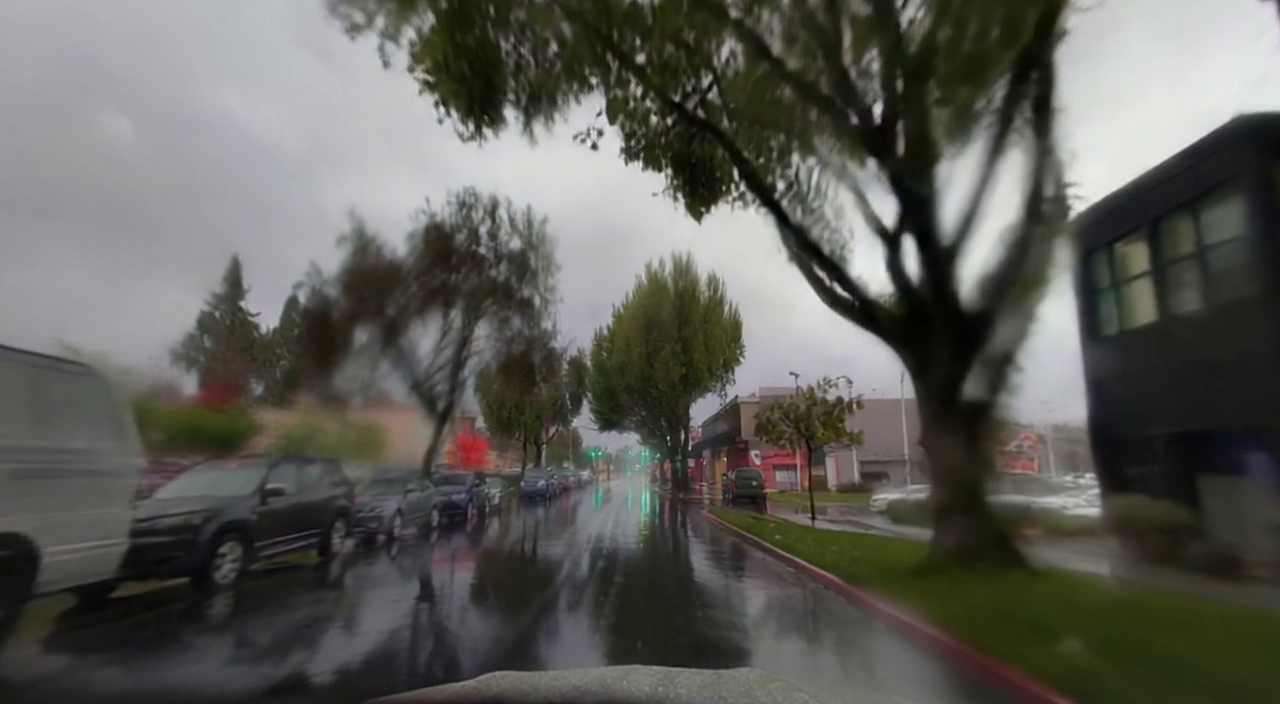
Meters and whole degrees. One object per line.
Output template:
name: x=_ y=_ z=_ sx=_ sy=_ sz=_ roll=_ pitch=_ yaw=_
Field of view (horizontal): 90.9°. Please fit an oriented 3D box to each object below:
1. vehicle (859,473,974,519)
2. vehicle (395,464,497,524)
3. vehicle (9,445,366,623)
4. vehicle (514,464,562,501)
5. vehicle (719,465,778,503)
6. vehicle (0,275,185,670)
vehicle: x=10.135 y=5.322 z=23.562 sx=1.926 sy=1.469 sz=4.654 roll=2 pitch=-11 yaw=-4
vehicle: x=-5.963 y=4.419 z=19.962 sx=1.957 sy=1.634 sz=4.164 roll=1 pitch=-11 yaw=-1
vehicle: x=-5.617 y=2.197 z=8.684 sx=1.848 sy=1.683 sz=4.208 roll=-4 pitch=-8 yaw=-1
vehicle: x=-6.124 y=7.908 z=38.420 sx=2.196 sy=2.001 sz=5.548 roll=1 pitch=-11 yaw=-2
vehicle: x=5.545 y=6.849 z=32.814 sx=2.054 sy=1.779 sz=4.650 roll=1 pitch=-11 yaw=-3
vehicle: x=-5.660 y=0.585 z=3.081 sx=2.526 sy=2.655 sz=5.480 roll=0 pitch=-11 yaw=1
